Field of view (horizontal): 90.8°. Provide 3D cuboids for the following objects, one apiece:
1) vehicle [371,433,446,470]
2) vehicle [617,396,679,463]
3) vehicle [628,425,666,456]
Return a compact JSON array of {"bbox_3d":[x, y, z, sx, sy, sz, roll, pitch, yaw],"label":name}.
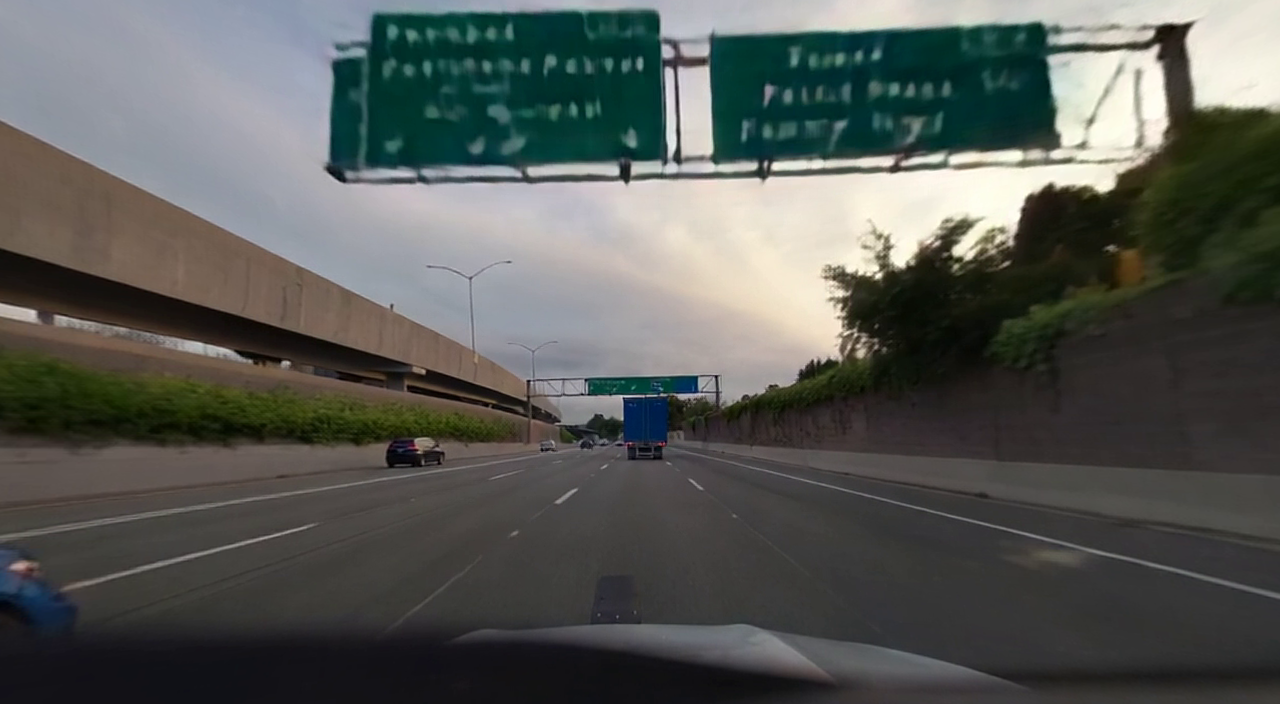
[{"bbox_3d":[-10.761,4.661,29.699,1.919,1.625,4.183,0,-8,0],"label":"vehicle"},{"bbox_3d":[0.238,5.052,40.192,3.233,3.678,11.032,0,-8,-3],"label":"vehicle"},{"bbox_3d":[0.345,5.186,36.971,2.052,1.666,4.358,0,-8,-1],"label":"vehicle"}]
